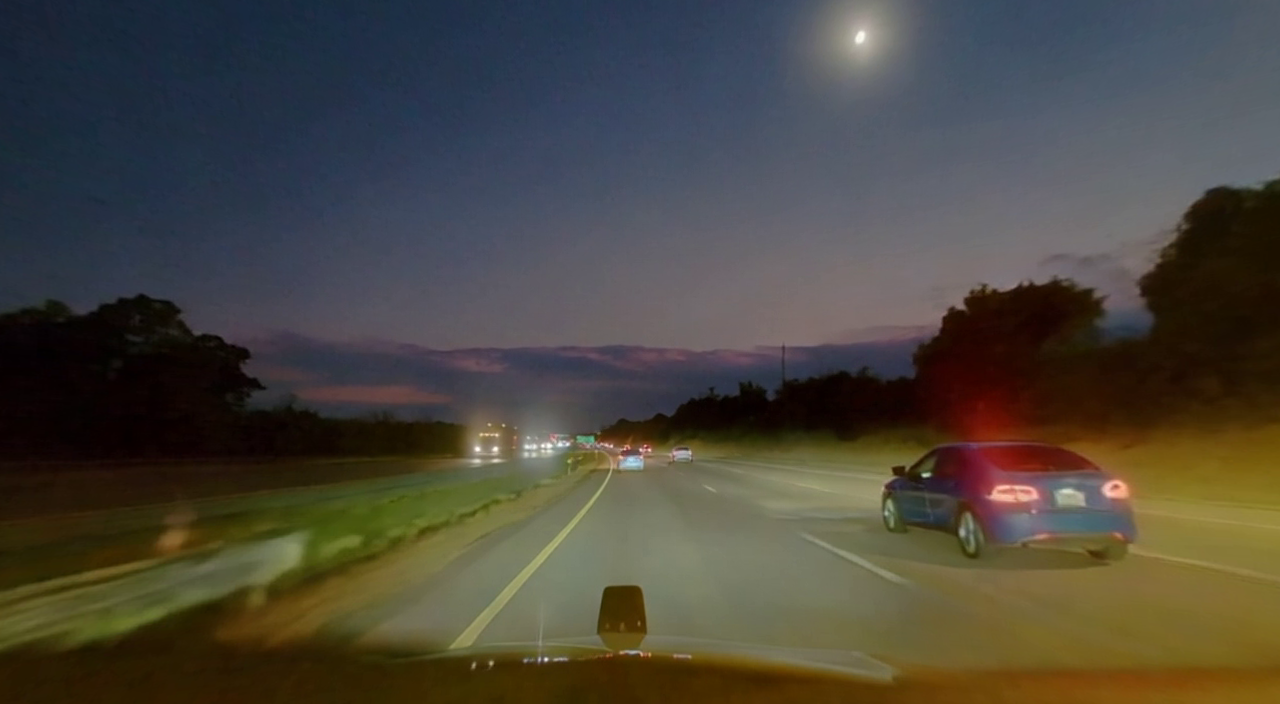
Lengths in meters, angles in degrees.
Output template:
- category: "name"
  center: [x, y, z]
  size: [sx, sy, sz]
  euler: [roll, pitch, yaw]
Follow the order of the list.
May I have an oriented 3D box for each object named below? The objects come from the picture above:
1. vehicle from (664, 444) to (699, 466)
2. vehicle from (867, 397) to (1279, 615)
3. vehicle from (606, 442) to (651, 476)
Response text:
- category: "vehicle"
  center: [2.970, 7.526, 46.059]
  size: [2.008, 1.504, 4.291]
  euler: [1, -9, -4]
- category: "vehicle"
  center: [4.190, 1.458, 6.746]
  size: [2.013, 1.623, 3.916]
  euler: [0, -9, 0]
- category: "vehicle"
  center: [-0.579, 5.183, 30.622]
  size: [2.050, 1.534, 3.771]
  euler: [0, -9, -2]
